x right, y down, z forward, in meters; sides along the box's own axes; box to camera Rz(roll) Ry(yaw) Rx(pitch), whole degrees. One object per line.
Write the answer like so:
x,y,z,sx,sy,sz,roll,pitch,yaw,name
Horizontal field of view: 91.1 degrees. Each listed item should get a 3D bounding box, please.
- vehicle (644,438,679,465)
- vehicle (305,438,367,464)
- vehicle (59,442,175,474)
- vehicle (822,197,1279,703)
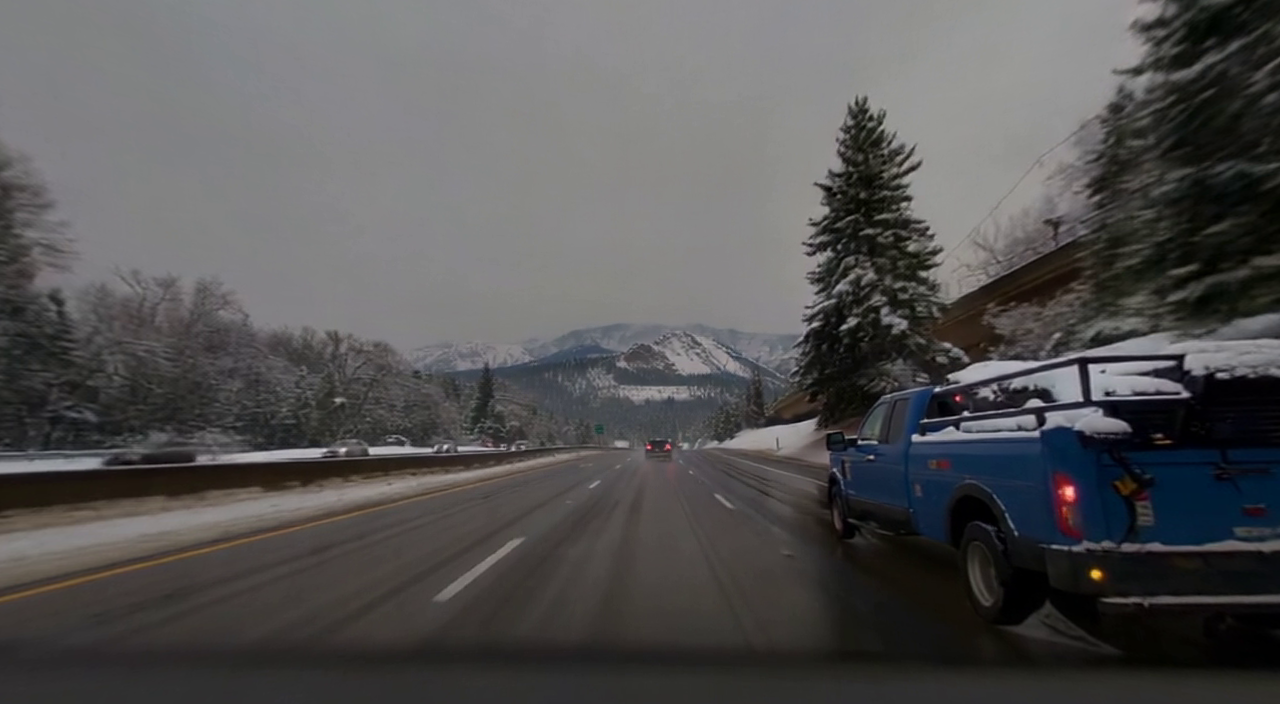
1.245,6.088,38.570,2.034,1.549,4.147,0,-9,0,vehicle
-21.528,7.032,44.669,1.929,1.674,4.486,0,-9,3,vehicle
-25.803,5.234,31.208,1.834,1.460,4.512,0,-9,1,vehicle
3.773,0.968,5.358,2.538,2.228,6.370,0,-9,0,vehicle
